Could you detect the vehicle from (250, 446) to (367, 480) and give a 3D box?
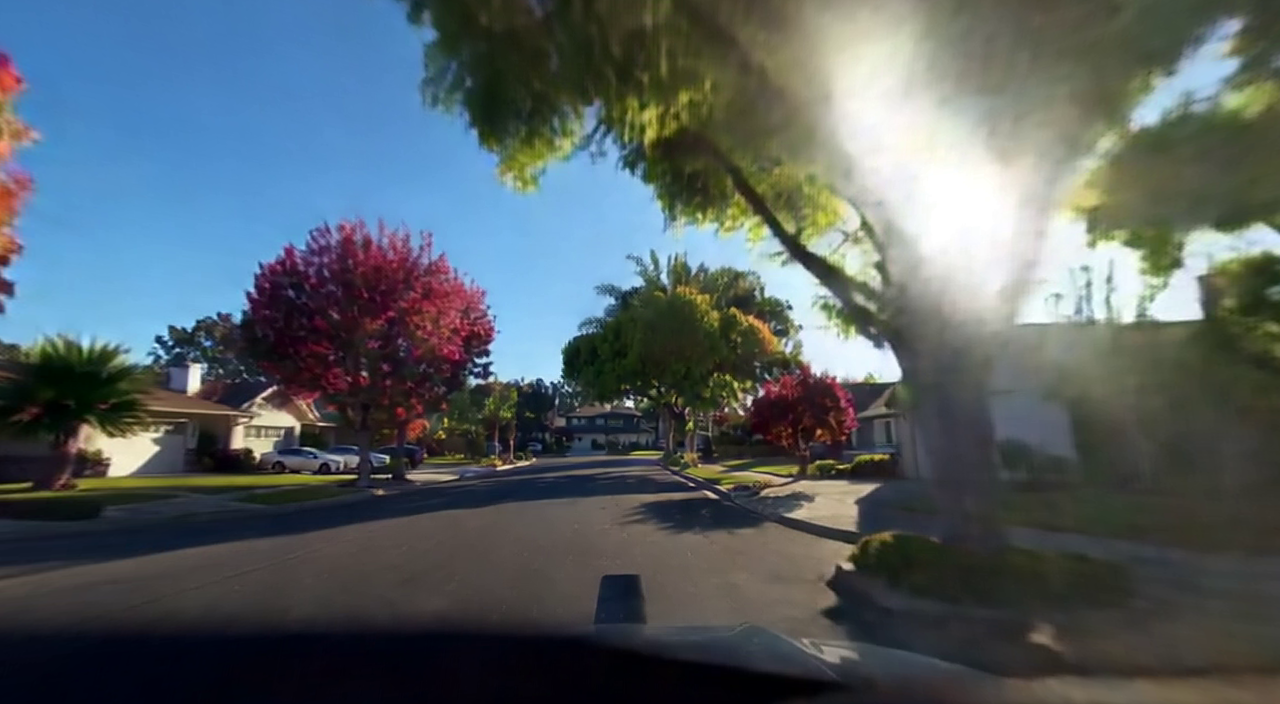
[{"bbox_3d":[-15.603,5.246,29.958,4.358,1.516,2.077,1,-9,-3],"label":"vehicle"}]
